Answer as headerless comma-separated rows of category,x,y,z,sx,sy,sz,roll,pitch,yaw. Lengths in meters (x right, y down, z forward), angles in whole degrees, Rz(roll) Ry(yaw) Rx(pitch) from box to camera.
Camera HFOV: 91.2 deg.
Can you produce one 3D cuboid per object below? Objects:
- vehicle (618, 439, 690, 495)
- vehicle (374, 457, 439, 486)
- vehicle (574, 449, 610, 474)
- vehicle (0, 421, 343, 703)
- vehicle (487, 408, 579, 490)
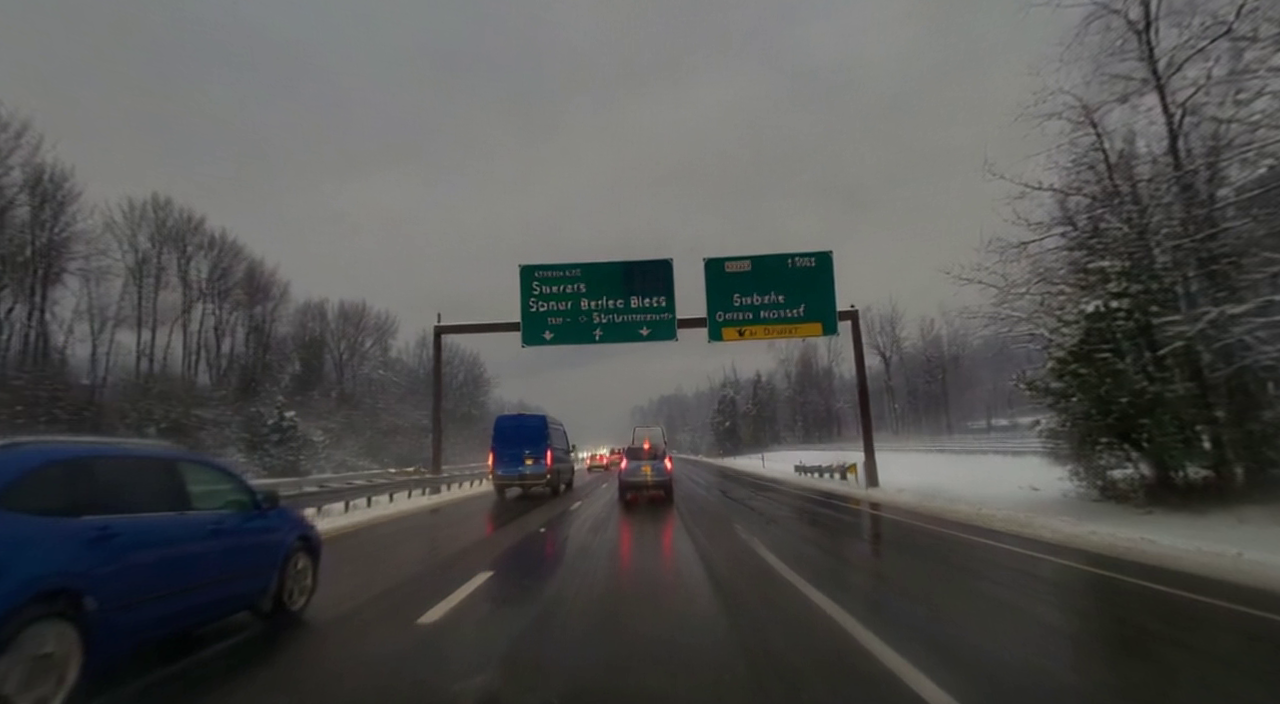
vehicle,0.476,3.857,21.303,2.195,1.679,4.070,0,-9,1
vehicle,-13.863,7.095,37.505,1.980,1.542,4.644,0,-9,2
vehicle,-3.109,7.233,41.556,2.015,1.496,4.312,0,-9,1
vehicle,-3.780,1.224,3.795,1.977,1.485,3.973,0,-9,0
vehicle,-3.797,3.645,23.572,2.275,2.692,5.810,-1,-9,2
